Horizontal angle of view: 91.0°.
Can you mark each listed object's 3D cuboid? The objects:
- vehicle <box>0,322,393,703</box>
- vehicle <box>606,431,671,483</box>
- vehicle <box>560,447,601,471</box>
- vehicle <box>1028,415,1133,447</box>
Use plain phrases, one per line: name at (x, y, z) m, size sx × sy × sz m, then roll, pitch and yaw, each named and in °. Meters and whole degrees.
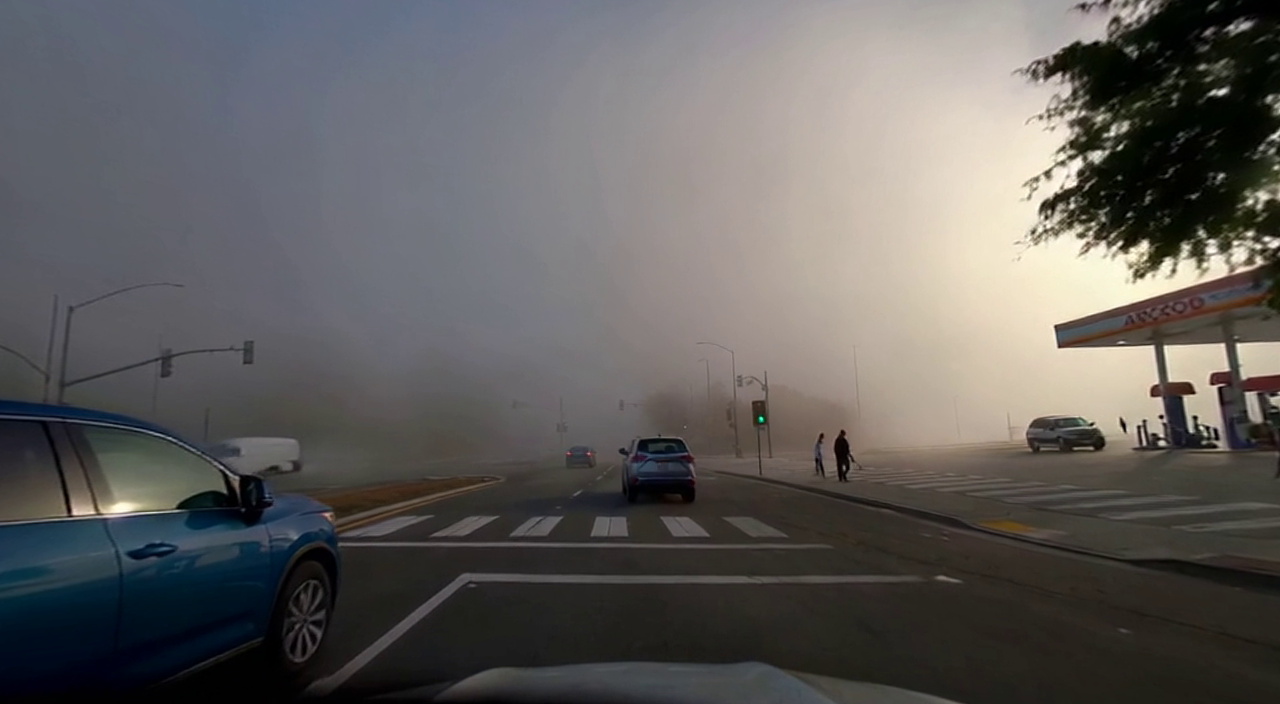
vehicle at (-3.183, 0.900, 2.786) m, size 2.247 × 1.734 × 4.919 m, roll 0°, pitch -8°, yaw -1°
vehicle at (-0.119, 4.569, 27.722) m, size 2.552 × 1.999 × 5.498 m, roll 0°, pitch -8°, yaw -1°
vehicle at (-3.866, 6.994, 41.488) m, size 2.192 × 1.458 × 4.594 m, roll 0°, pitch -8°, yaw 1°
vehicle at (28.108, 5.068, 40.257) m, size 5.102 × 1.893 × 2.120 m, roll 0°, pitch -9°, yaw -1°
